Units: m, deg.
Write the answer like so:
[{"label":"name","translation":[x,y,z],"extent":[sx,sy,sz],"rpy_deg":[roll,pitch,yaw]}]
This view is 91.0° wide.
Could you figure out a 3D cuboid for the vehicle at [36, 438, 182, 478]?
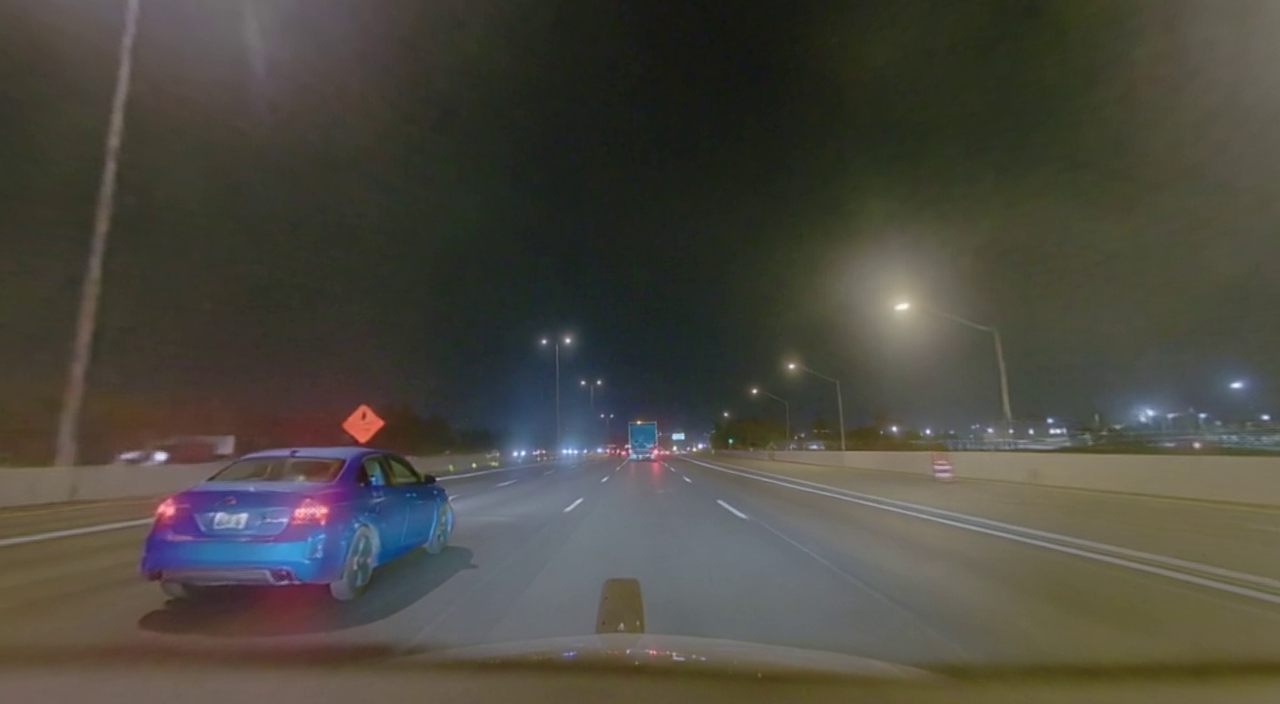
[{"label":"vehicle","translation":[-23.405,4.687,28.089],"extent":[2.141,1.619,4.968],"rpy_deg":[0,-9,0]}]
